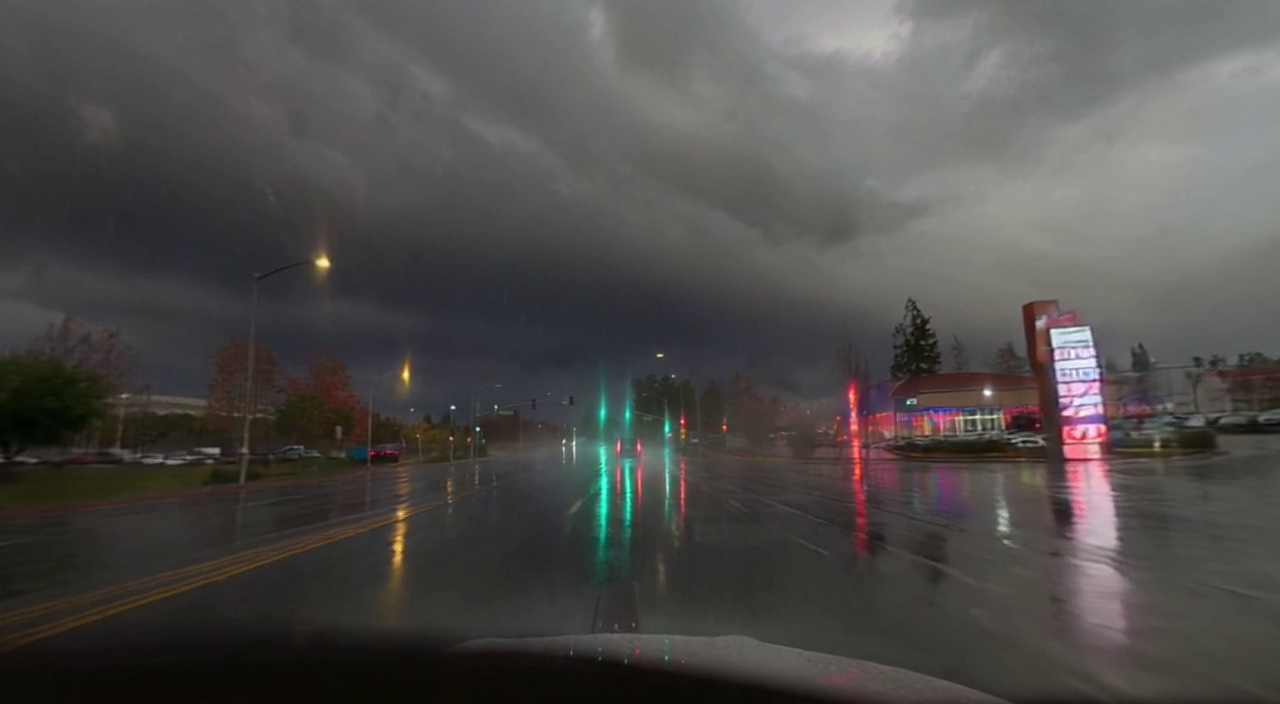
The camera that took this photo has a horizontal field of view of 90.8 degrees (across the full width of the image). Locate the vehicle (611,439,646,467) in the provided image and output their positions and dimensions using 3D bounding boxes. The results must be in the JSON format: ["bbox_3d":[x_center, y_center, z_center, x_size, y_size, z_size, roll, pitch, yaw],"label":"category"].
[{"bbox_3d":[-0.707,6.228,39.245,2.024,1.628,4.774,0,-8,-1],"label":"vehicle"}]
